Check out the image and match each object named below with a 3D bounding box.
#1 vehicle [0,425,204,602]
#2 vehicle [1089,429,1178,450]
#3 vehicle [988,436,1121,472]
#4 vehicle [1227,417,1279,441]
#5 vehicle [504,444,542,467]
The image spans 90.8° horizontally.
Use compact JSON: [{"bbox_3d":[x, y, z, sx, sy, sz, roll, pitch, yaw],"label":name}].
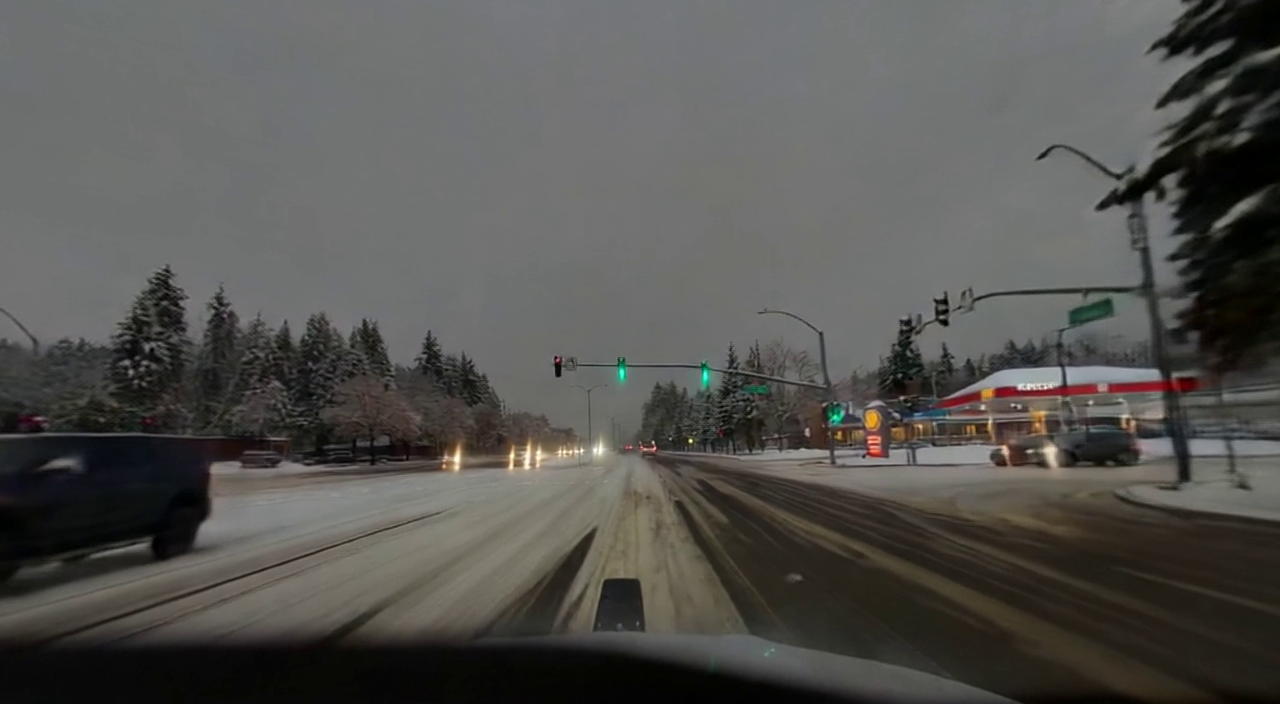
[{"bbox_3d":[-6.584,1.483,5.960,1.898,1.539,4.314,0,-9,-1],"label":"vehicle"},{"bbox_3d":[34.257,6.094,43.954,4.416,1.458,1.907,-1,-9,7],"label":"vehicle"},{"bbox_3d":[18.300,4.523,28.153,4.533,1.485,1.916,-3,-9,19],"label":"vehicle"},{"bbox_3d":[47.720,5.904,48.018,1.924,1.682,4.388,1,-9,0],"label":"vehicle"},{"bbox_3d":[-8.630,7.713,46.820,1.913,1.478,4.312,-4,-10,0],"label":"vehicle"}]
